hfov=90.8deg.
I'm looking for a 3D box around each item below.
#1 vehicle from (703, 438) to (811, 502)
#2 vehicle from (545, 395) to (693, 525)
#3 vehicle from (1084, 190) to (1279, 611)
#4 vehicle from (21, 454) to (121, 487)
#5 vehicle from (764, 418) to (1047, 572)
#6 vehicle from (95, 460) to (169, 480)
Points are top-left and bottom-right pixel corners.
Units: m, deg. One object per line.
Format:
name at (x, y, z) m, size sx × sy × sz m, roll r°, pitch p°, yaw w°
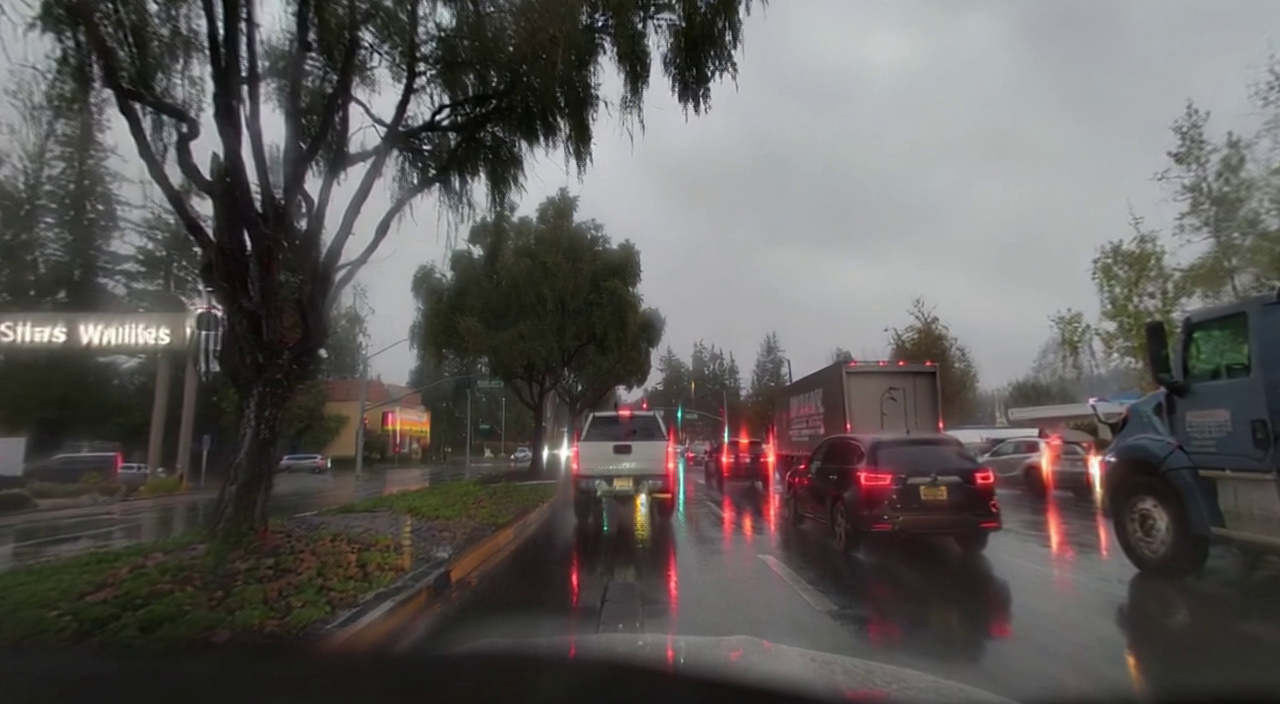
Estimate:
vehicle at (2.996, 3.128, 17.168) m, size 1.922 × 1.483 × 4.436 m, roll 0°, pitch -9°, yaw -2°
vehicle at (-0.388, 2.220, 13.343) m, size 2.499 × 2.183 × 5.111 m, roll 0°, pitch -9°, yaw -1°
vehicle at (6.510, 0.126, 3.343) m, size 2.802 × 3.322 × 7.429 m, roll 0°, pitch -9°, yaw 0°
vehicle at (-28.587, 5.934, 31.918) m, size 1.730 × 1.534 × 3.922 m, roll 1°, pitch -9°, yaw -7°
vehicle at (3.264, 1.871, 9.136) m, size 1.905 × 1.587 × 4.998 m, roll 0°, pitch -9°, yaw 0°
vehicle at (-38.216, 8.874, 47.567) m, size 4.150 × 1.474 × 1.826 m, roll -1°, pitch -9°, yaw 8°
